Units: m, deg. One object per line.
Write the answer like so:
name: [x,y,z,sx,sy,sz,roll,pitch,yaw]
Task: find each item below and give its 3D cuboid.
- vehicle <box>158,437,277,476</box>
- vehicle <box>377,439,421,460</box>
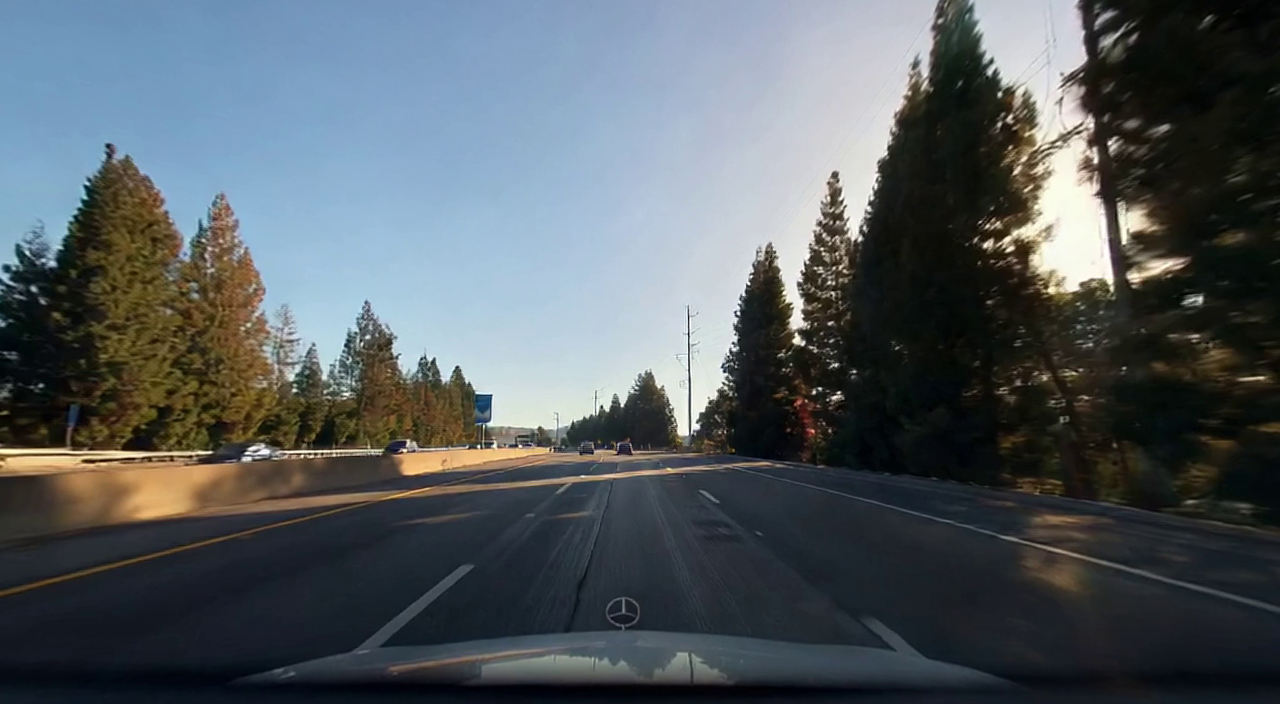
vehicle: [-17.796,4.420,26.925,1.895,1.490,4.684,0,-8,-1]
vehicle: [-18.878,7.664,49.683,1.924,1.616,4.019,0,-8,-2]
